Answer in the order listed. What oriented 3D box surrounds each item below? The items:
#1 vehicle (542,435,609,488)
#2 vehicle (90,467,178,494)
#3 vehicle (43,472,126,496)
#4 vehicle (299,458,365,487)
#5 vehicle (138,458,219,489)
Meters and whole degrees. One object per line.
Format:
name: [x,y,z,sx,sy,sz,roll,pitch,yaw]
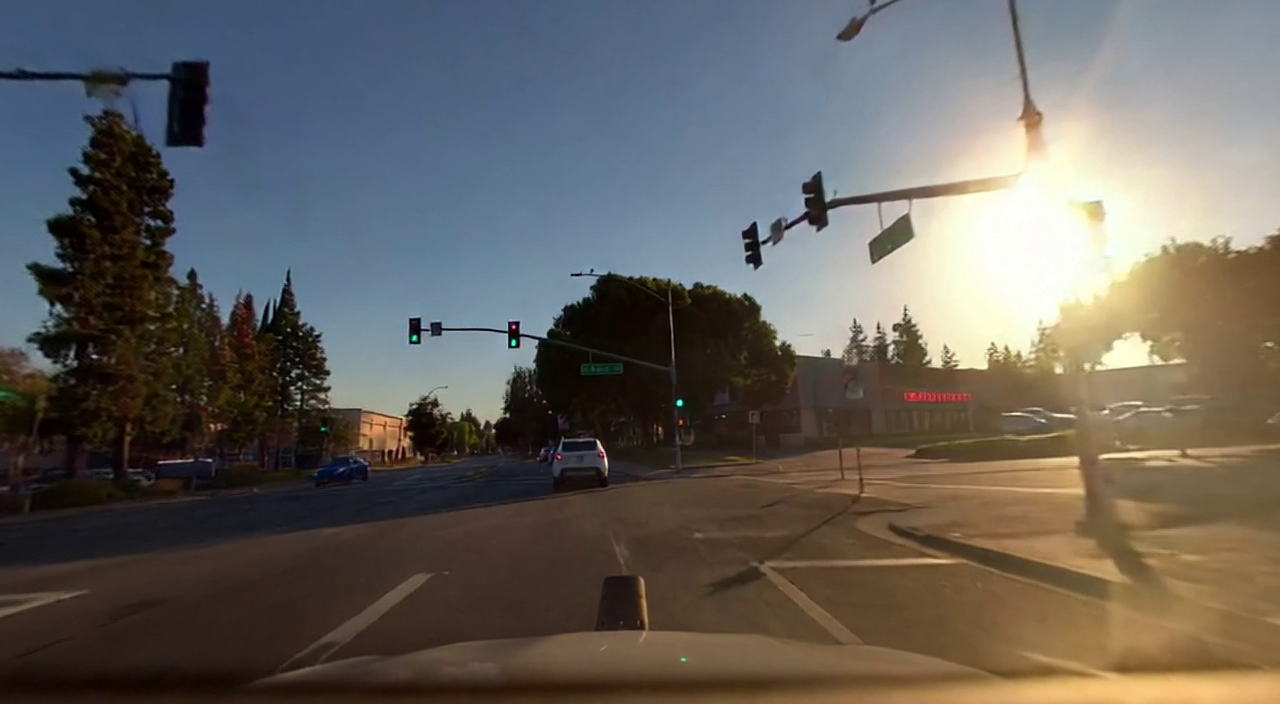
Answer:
vehicle: [-2.360,3.939,23.034,2.227,1.733,3.930,1,-8,-6]
vehicle: [-31.656,8.032,39.716,2.004,1.479,4.230,0,-9,0]
vehicle: [-38.540,9.164,43.930,3.894,1.446,1.760,1,-9,-9]
vehicle: [-17.881,6.982,36.930,1.873,1.483,4.657,0,-8,-5]
vehicle: [-28.224,7.425,38.812,2.142,1.671,4.083,1,-9,-7]
